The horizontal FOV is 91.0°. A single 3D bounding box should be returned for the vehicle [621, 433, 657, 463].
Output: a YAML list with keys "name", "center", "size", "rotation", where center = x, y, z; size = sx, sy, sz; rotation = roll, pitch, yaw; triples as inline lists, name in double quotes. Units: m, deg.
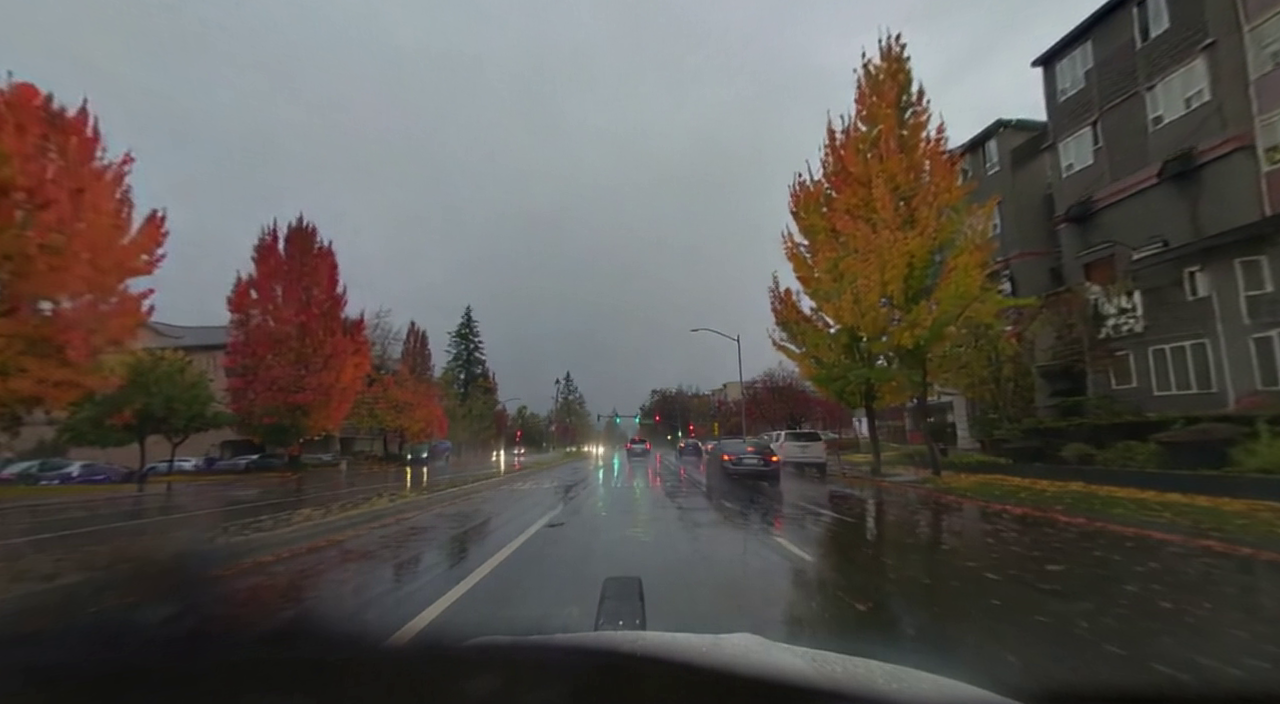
- name: "vehicle"
  center: [-0.105, 6.362, 41.811]
  size: [2.239, 1.856, 4.815]
  rotation: [0, -9, -1]

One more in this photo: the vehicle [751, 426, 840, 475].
- name: "vehicle"
  center: [6.776, 4.390, 28.234]
  size: [2.378, 1.946, 5.826]
  rotation: [0, -9, -1]

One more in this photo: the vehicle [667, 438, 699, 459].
- name: "vehicle"
  center: [3.315, 7.532, 49.152]
  size: [2.178, 1.546, 4.311]
  rotation: [0, -9, 0]

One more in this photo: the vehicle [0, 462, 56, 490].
- name: "vehicle"
  center: [-41.664, 8.171, 41.475]
  size: [4.550, 1.660, 2.054]
  rotation: [-1, -8, 5]

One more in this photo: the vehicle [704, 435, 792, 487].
- name: "vehicle"
  center: [3.391, 3.518, 20.707]
  size: [1.977, 1.498, 4.521]
  rotation: [0, -9, -1]

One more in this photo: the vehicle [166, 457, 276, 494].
- name: "vehicle"
  center: [-19.361, 5.687, 29.393]
  size: [1.886, 1.495, 4.593]
  rotation: [0, -9, 1]
